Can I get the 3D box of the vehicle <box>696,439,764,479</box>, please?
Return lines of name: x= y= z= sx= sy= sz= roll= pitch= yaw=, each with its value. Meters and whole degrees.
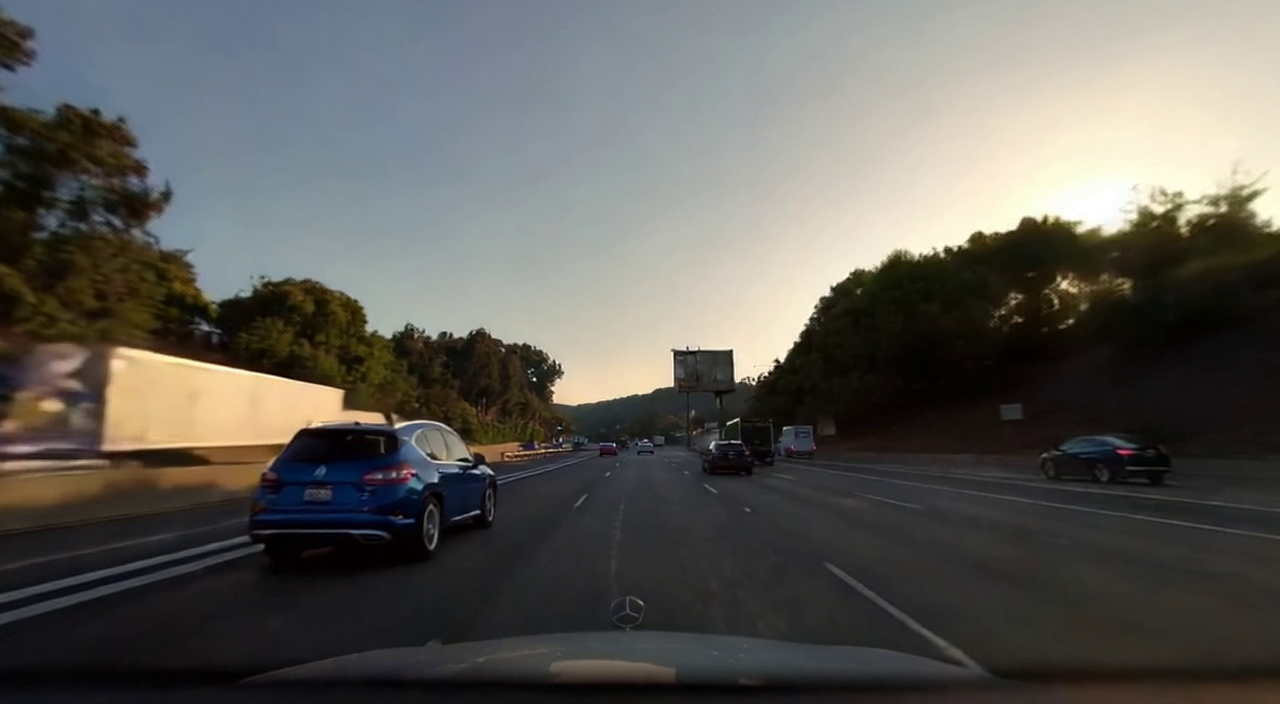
vehicle: x=3.623 y=4.419 z=26.274 sx=2.080 sy=1.493 sz=4.674 roll=0 pitch=-9 yaw=-1

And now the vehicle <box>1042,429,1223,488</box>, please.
vehicle: x=18.914 y=4.119 z=24.740 sx=2.221 sy=1.995 sz=5.803 roll=0 pitch=-9 yaw=-2

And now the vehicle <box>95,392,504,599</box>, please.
vehicle: x=-3.514 y=1.627 z=8.109 sx=2.218 sy=1.764 sz=5.229 roll=0 pitch=-9 yaw=2

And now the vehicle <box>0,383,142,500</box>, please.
vehicle: x=-23.078 y=3.354 z=23.558 sx=3.009 sy=3.917 sz=6.945 roll=0 pitch=-9 yaw=1

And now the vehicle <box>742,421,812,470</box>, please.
vehicle: x=7.830 y=5.418 z=36.629 sx=2.729 sy=2.628 sz=4.875 roll=0 pitch=-9 yaw=-2
